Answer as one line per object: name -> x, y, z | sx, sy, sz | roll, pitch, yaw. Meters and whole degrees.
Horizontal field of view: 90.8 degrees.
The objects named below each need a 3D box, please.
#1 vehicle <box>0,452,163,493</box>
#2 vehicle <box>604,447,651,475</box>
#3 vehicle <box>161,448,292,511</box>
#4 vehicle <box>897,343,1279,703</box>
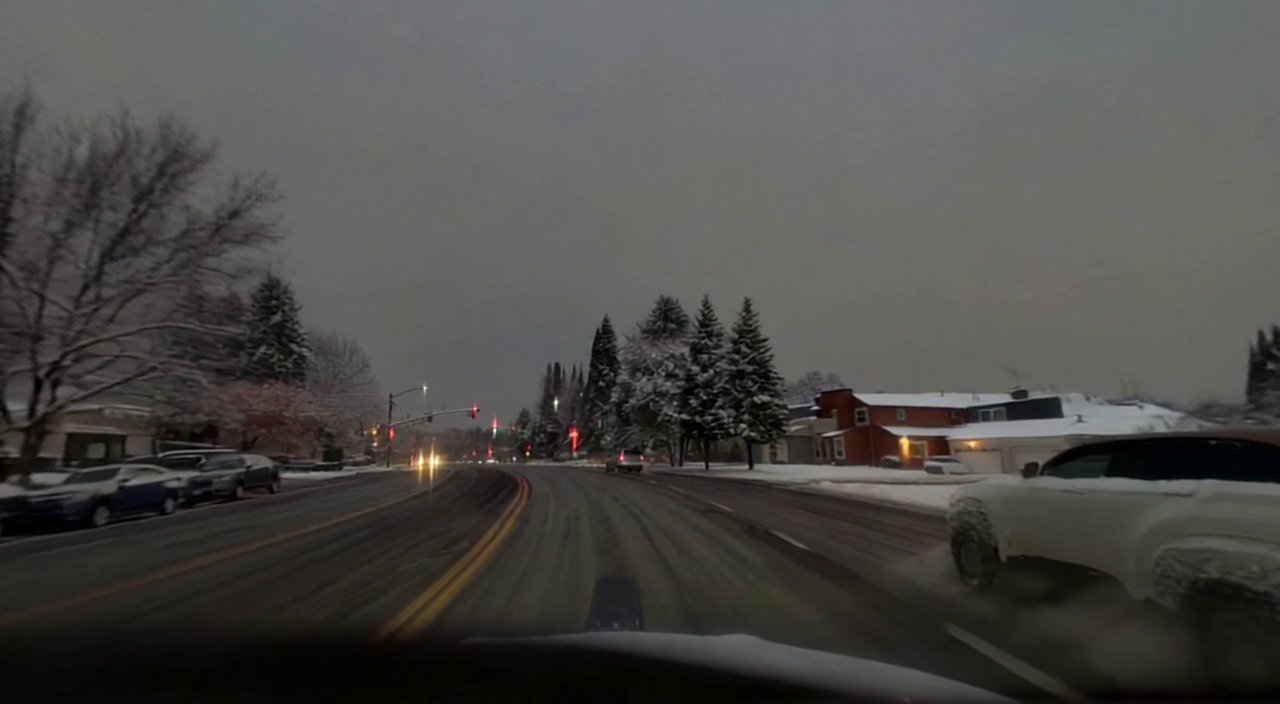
vehicle -> -21.992, 4.649, 24.552 | 5.065, 1.466, 1.858 | 2, -9, -15
vehicle -> -0.820, 6.579, 38.425 | 1.951, 1.620, 4.582 | 2, -9, -12
vehicle -> -14.478, 4.414, 22.551 | 1.993, 1.801, 5.201 | -2, -8, -10
vehicle -> 3.865, 1.085, 4.134 | 2.081, 1.828, 5.138 | 0, -9, -1
